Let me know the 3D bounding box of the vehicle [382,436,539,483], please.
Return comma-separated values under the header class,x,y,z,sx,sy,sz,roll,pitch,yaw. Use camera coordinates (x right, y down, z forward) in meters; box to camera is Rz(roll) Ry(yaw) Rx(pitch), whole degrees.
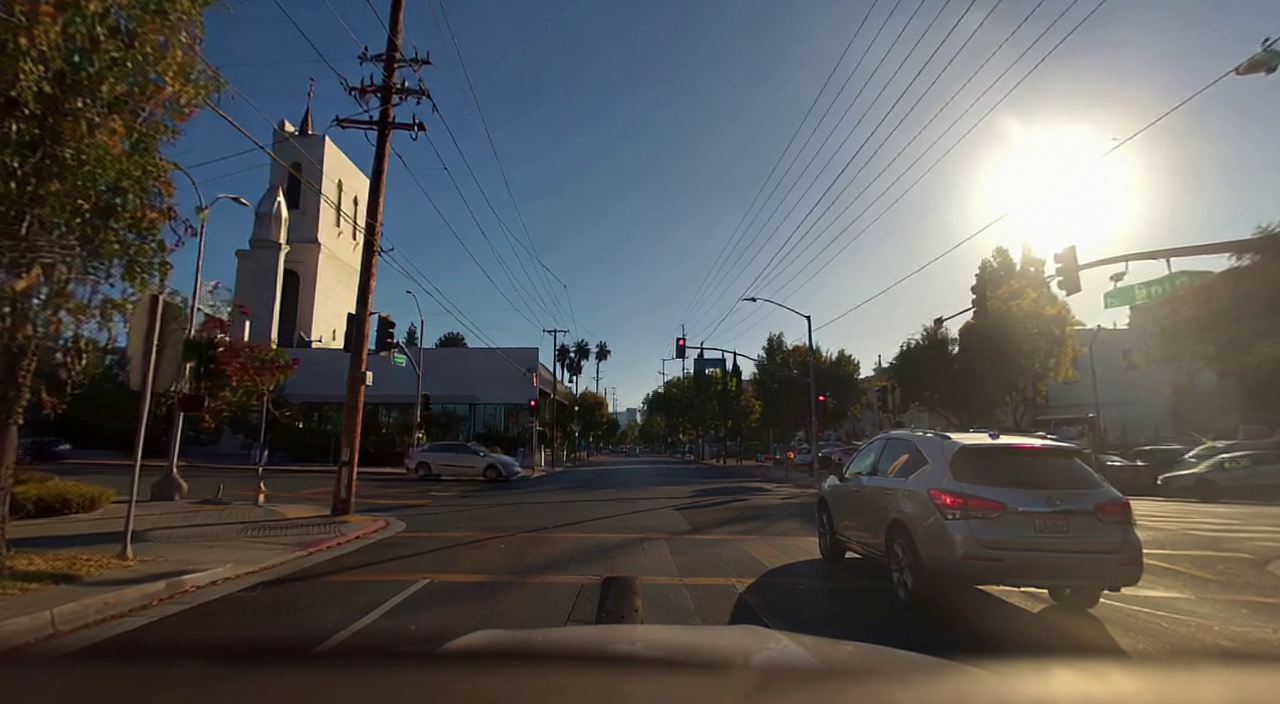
class,x,y,z,sx,sy,sz,roll,pitch,yaw
vehicle,-6.034,3.671,21.685,4.718,1.497,2.032,-1,-9,4
